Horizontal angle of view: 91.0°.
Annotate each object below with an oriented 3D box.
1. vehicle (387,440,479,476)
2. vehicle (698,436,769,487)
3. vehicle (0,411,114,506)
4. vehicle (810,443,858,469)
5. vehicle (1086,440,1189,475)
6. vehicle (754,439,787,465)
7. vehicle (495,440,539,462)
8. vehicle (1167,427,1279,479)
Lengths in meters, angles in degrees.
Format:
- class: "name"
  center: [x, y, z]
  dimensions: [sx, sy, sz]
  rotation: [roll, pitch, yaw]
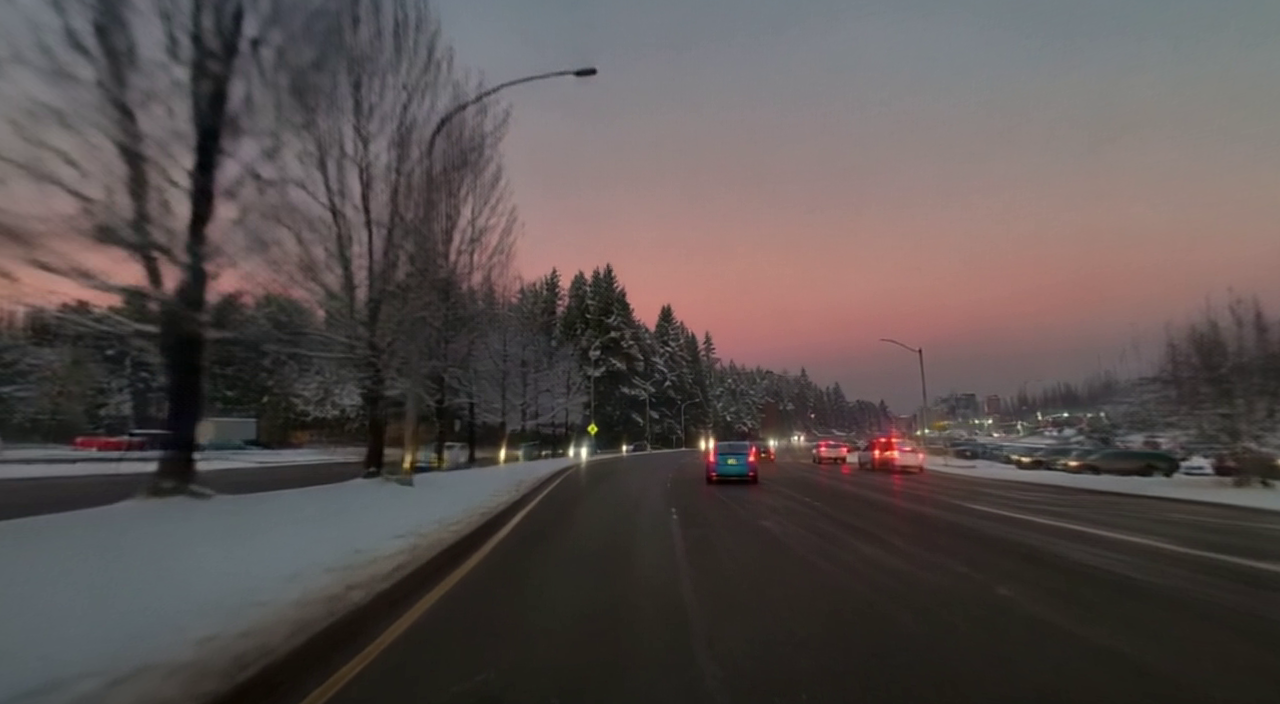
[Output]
- class: "vehicle"
  center: [-8.809, 4.554, 27.222]
  dimensions: [2.089, 1.400, 4.467]
  rotation: [-1, -8, 6]
- class: "vehicle"
  center: [3.221, 3.867, 22.542]
  dimensions: [2.145, 1.603, 4.369]
  rotation: [0, -8, 4]
- class: "vehicle"
  center: [-13.437, 2.086, 12.378]
  dimensions: [1.951, 1.829, 4.648]
  rotation: [0, -8, 3]
- class: "vehicle"
  center: [11.955, 6.441, 39.065]
  dimensions: [1.928, 1.488, 4.361]
  rotation: [-1, -8, 5]
- class: "vehicle"
  center: [27.771, 5.835, 35.155]
  dimensions: [4.719, 1.851, 1.920]
  rotation: [2, -8, -14]
- class: "vehicle"
  center: [9.693, 7.427, 46.915]
  dimensions: [1.976, 1.796, 4.159]
  rotation: [-1, -8, 6]
- class: "vehicle"
  center: [-9.562, 7.740, 49.297]
  dimensions: [1.990, 1.581, 4.706]
  rotation: [-1, -9, 6]
- class: "vehicle"
  center: [26.534, 4.419, 27.564]
  dimensions: [5.111, 2.085, 2.461]
  rotation: [2, -9, -12]
